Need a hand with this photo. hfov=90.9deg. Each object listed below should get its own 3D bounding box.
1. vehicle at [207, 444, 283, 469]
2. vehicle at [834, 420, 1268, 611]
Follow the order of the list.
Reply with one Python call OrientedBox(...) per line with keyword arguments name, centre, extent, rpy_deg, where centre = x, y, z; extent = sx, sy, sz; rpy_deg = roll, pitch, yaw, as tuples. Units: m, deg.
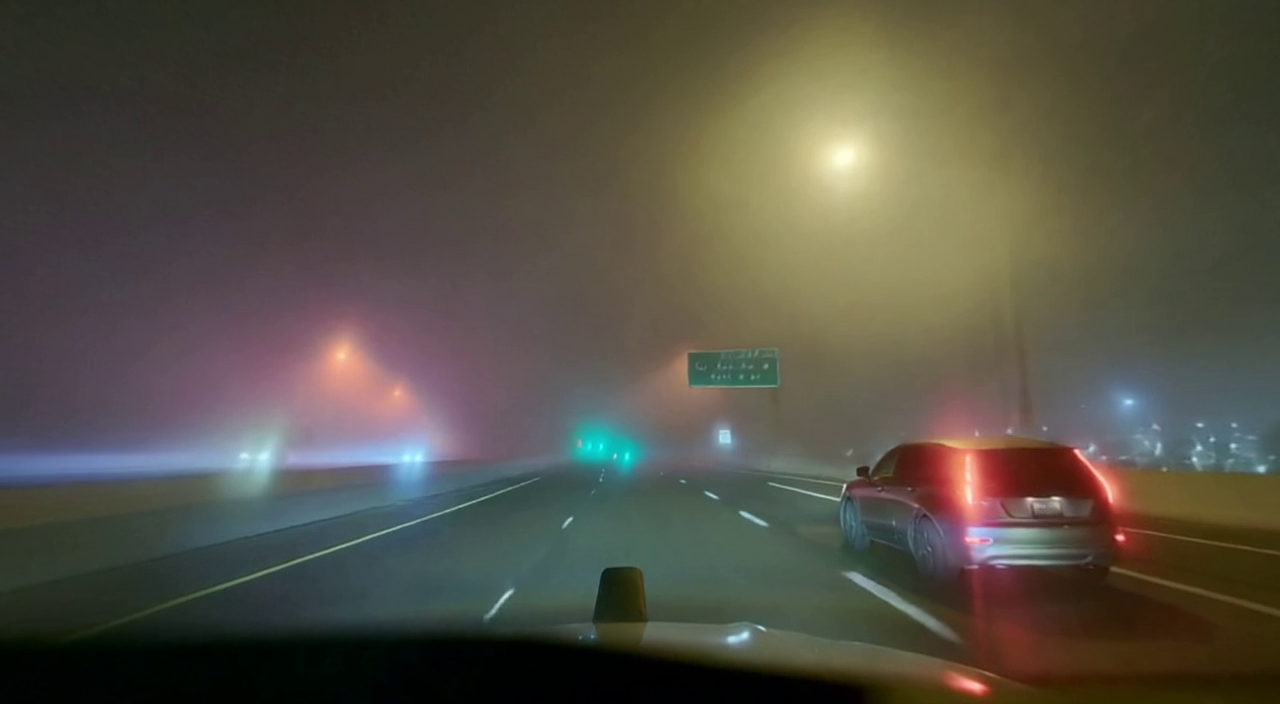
OrientedBox(name="vehicle", centre=(-26.372, 6.994, 42.337), extent=(1.923, 1.536, 4.887), rpy_deg=(0, -8, 0))
OrientedBox(name="vehicle", centre=(4.182, 1.707, 7.696), extent=(2.104, 1.575, 4.698), rpy_deg=(0, -8, 0))
